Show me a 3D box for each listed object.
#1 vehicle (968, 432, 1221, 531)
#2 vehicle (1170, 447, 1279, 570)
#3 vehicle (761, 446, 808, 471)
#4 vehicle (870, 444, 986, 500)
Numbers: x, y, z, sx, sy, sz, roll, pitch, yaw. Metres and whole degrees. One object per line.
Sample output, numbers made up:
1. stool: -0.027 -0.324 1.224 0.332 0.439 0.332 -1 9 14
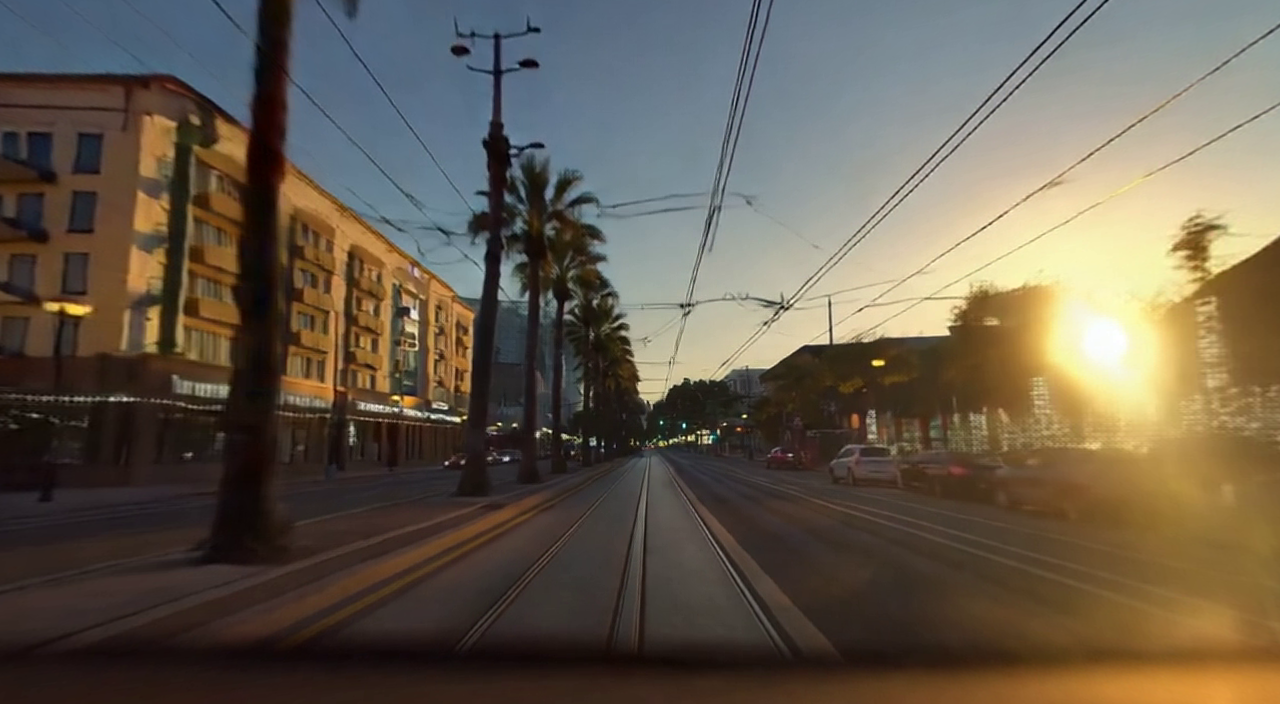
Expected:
1. vehicle: 8.728 2.488 12.725 1.867 1.627 4.357 0 -8 1
2. vehicle: 8.596 1.797 6.950 1.733 1.468 4.326 0 -8 0
3. vehicle: 9.245 6.825 40.692 1.822 1.494 4.385 0 -8 -2
4. vehicle: 8.519 3.540 19.049 1.715 1.500 3.910 0 -8 1
